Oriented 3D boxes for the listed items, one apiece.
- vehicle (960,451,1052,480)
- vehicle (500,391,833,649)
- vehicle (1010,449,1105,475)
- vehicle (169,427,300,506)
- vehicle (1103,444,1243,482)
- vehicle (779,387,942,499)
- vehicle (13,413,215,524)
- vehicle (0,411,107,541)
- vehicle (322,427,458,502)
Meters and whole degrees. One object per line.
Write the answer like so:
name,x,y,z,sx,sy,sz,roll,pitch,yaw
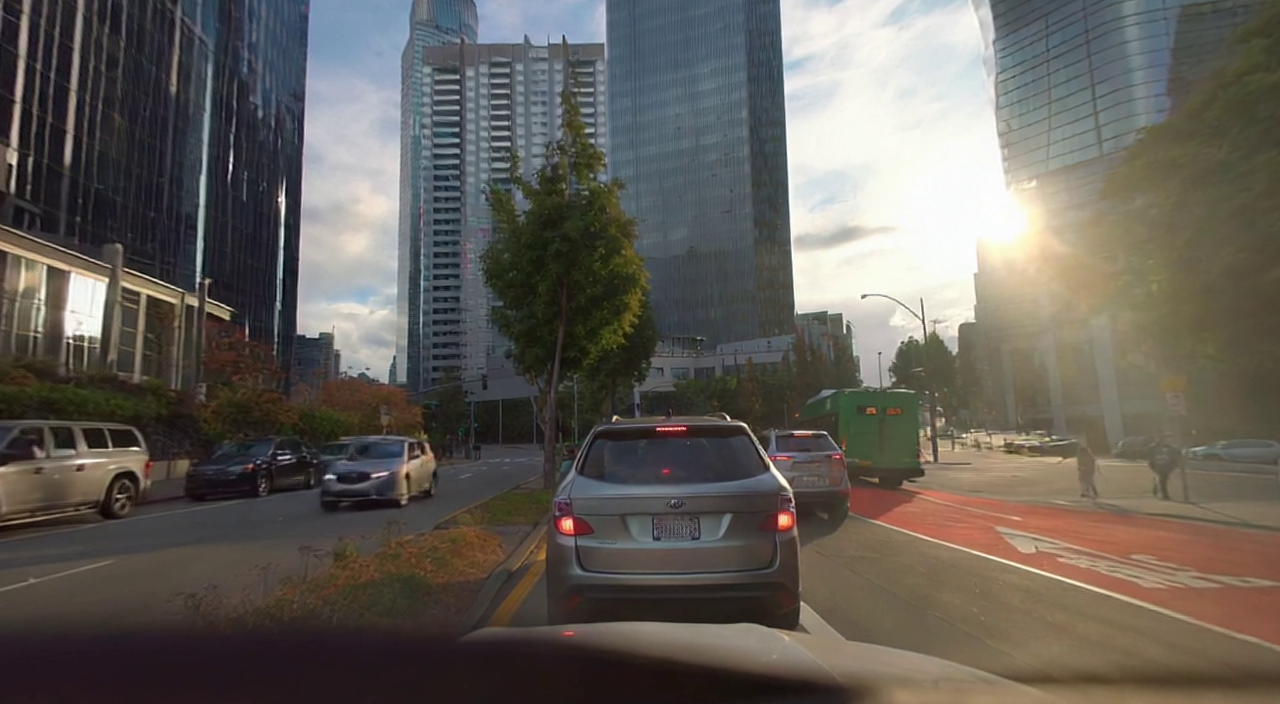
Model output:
vehicle,23.891,7.394,41.323,4.956,1.706,1.822,-6,-10,33
vehicle,0.205,1.421,6.334,2.192,1.695,4.142,0,-8,1
vehicle,28.114,7.366,42.719,5.153,1.626,1.895,-6,-10,33
vehicle,-11.198,3.155,17.745,1.559,1.973,3.419,1,-9,-5
vehicle,30.828,6.425,36.874,5.890,1.996,2.155,-6,-10,34
vehicle,7.040,3.109,21.686,3.113,3.116,7.650,0,-8,3
vehicle,-10.861,2.395,13.397,1.482,2.019,3.297,0,-9,-4
vehicle,-10.485,1.913,9.807,1.543,1.946,3.454,1,-9,-6
vehicle,-6.716,3.060,17.690,2.198,1.779,4.926,1,-8,-6
